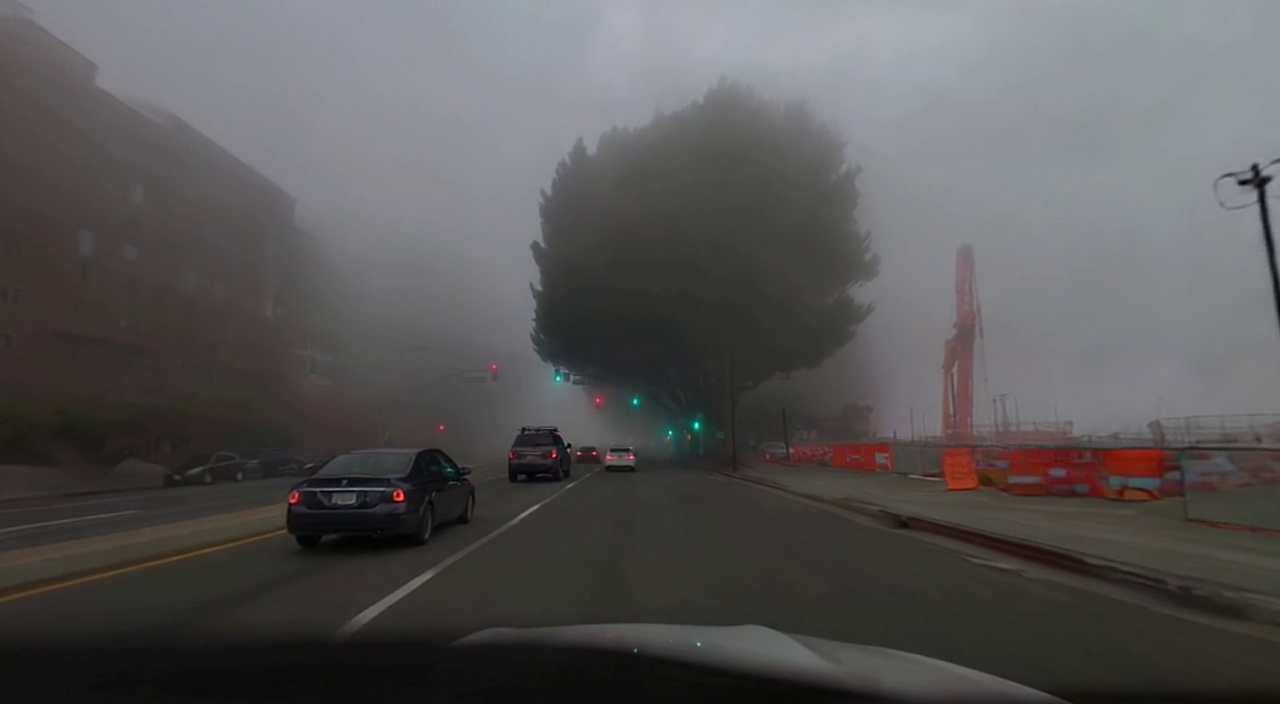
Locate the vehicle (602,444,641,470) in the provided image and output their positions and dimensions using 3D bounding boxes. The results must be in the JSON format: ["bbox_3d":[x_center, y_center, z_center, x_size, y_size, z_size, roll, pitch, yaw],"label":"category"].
[{"bbox_3d":[-1.083,6.242,37.673,2.171,1.422,4.146,0,-8,-1],"label":"vehicle"}]

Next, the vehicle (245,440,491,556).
[{"bbox_3d":[-3.892,2.149,10.093,1.959,1.406,4.527,0,-8,-1],"label":"vehicle"}]

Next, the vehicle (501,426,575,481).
[{"bbox_3d":[-4.098,4.167,26.114,2.240,2.054,4.662,0,-8,1],"label":"vehicle"}]

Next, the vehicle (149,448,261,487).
[{"bbox_3d":[-19.884,5.261,29.084,2.029,1.637,4.338,0,-8,0],"label":"vehicle"}]
